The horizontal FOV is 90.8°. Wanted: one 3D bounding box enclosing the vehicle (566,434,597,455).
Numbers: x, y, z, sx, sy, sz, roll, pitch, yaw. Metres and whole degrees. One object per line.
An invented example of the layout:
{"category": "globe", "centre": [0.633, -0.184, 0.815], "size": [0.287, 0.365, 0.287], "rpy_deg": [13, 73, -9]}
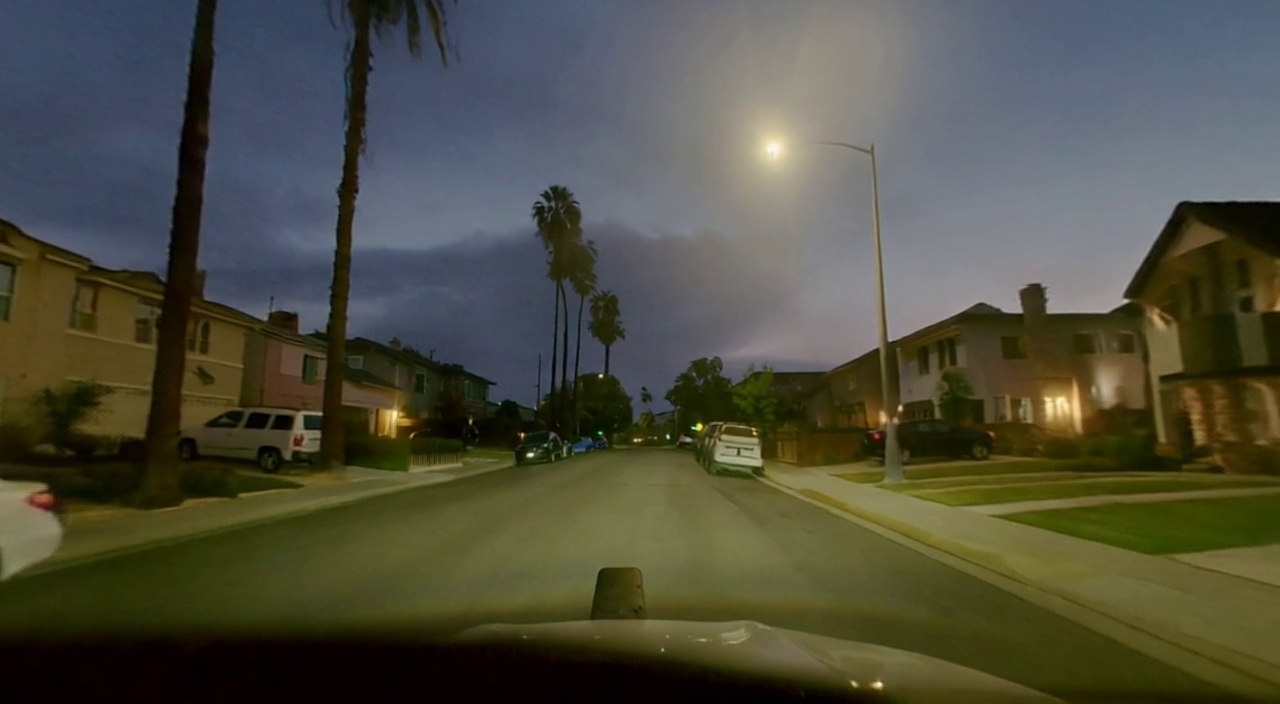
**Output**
{"category": "vehicle", "centre": [-4.564, 7.330, 49.890], "size": [2.080, 1.479, 4.531], "rpy_deg": [0, -10, -1]}

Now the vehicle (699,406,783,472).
{"category": "vehicle", "centre": [3.415, 3.144, 22.738], "size": [2.184, 2.038, 6.212], "rpy_deg": [0, -8, 2]}

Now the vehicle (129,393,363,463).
{"category": "vehicle", "centre": [-11.542, 2.293, 18.858], "size": [5.340, 1.948, 2.398], "rpy_deg": [0, -9, 1]}

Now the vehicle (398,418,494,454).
{"category": "vehicle", "centre": [-11.422, 4.982, 37.510], "size": [4.991, 1.947, 2.329], "rpy_deg": [-1, -8, -1]}

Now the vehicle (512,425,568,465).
{"category": "vehicle", "centre": [-4.927, 4.607, 31.733], "size": [2.147, 1.823, 4.725], "rpy_deg": [0, -7, -1]}

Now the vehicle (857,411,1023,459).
{"category": "vehicle", "centre": [10.034, 2.835, 21.438], "size": [4.643, 1.520, 1.826], "rpy_deg": [0, -8, 3]}
